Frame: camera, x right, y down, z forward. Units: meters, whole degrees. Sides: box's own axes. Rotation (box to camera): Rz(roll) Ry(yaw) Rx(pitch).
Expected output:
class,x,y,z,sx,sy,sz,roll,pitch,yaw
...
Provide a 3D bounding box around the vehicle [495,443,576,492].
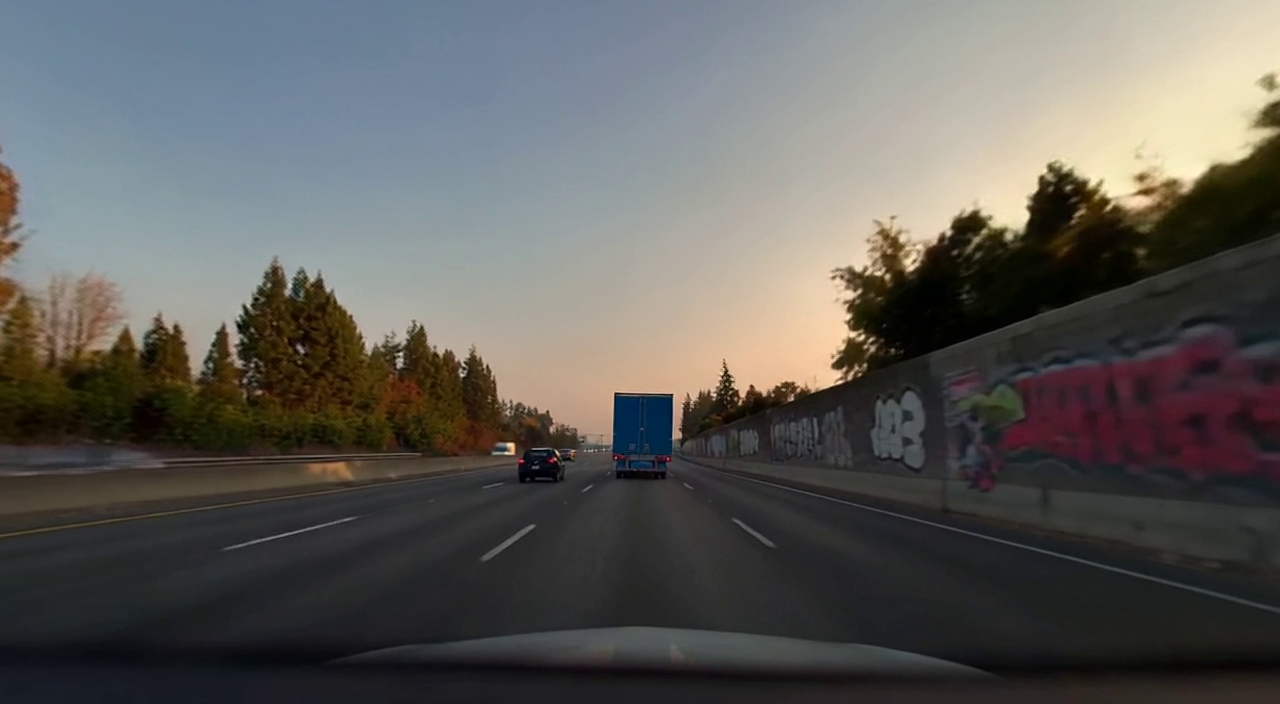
class,x,y,z,sx,sy,sz,roll,pitch,yaw
vehicle,-3.467,3.924,21.730,2.020,1.505,4.171,0,-9,0

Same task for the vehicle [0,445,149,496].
class,x,y,z,sx,sy,sz,roll,pitch,yaw
vehicle,-18.211,3.750,20.248,1.732,1.449,3.840,0,-9,0

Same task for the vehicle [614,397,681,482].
class,x,y,z,sx,sy,sz,roll,pitch,yaw
vehicle,0.212,4.590,32.527,2.915,3.661,9.741,0,-9,-1
